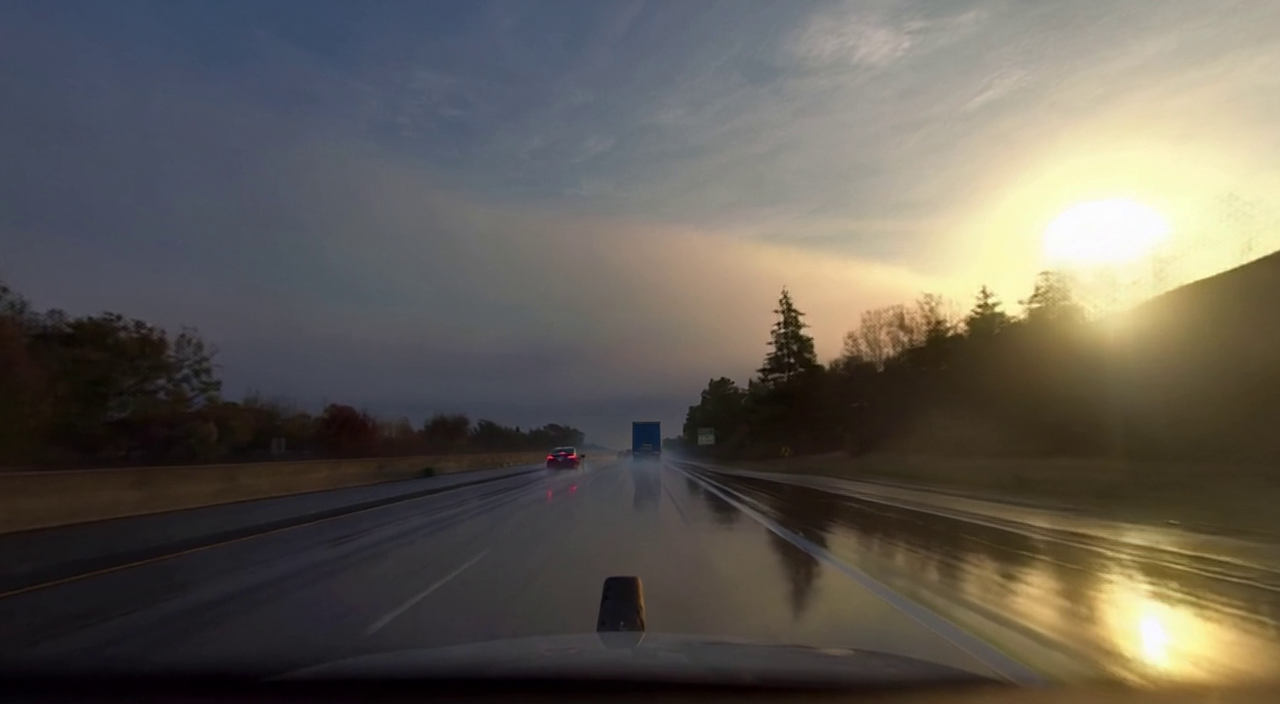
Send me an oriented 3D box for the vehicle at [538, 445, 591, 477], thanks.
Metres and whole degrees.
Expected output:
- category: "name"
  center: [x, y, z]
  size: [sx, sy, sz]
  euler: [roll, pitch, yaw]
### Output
- category: "vehicle"
  center: [-3.824, 5.642, 32.869]
  size: [1.999, 1.533, 4.870]
  euler: [-1, -9, 2]
